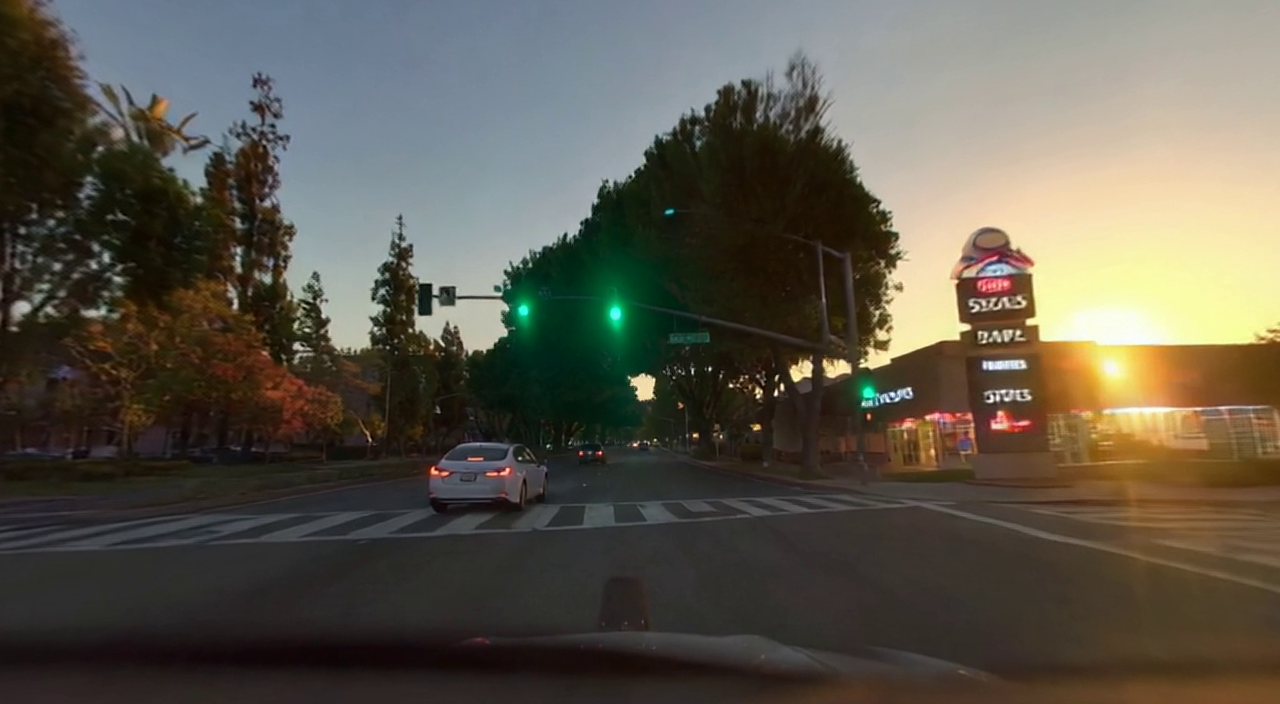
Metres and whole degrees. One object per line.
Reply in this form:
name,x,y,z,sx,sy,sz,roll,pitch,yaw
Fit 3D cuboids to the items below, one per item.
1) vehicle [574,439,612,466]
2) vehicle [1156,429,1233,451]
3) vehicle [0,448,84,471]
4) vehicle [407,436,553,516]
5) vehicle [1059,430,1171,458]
vehicle,-3.053,6.610,41.637,2.109,1.692,4.220,0,-8,1
vehicle,39.013,6.212,44.398,1.627,1.455,3.562,2,-8,-24
vehicle,-40.551,7.244,42.663,1.716,1.438,4.412,0,-9,0
vehicle,-3.309,2.649,14.099,2.018,1.477,4.401,0,-8,1
vehicle,33.261,6.468,44.363,2.079,1.837,5.802,5,-10,-30
